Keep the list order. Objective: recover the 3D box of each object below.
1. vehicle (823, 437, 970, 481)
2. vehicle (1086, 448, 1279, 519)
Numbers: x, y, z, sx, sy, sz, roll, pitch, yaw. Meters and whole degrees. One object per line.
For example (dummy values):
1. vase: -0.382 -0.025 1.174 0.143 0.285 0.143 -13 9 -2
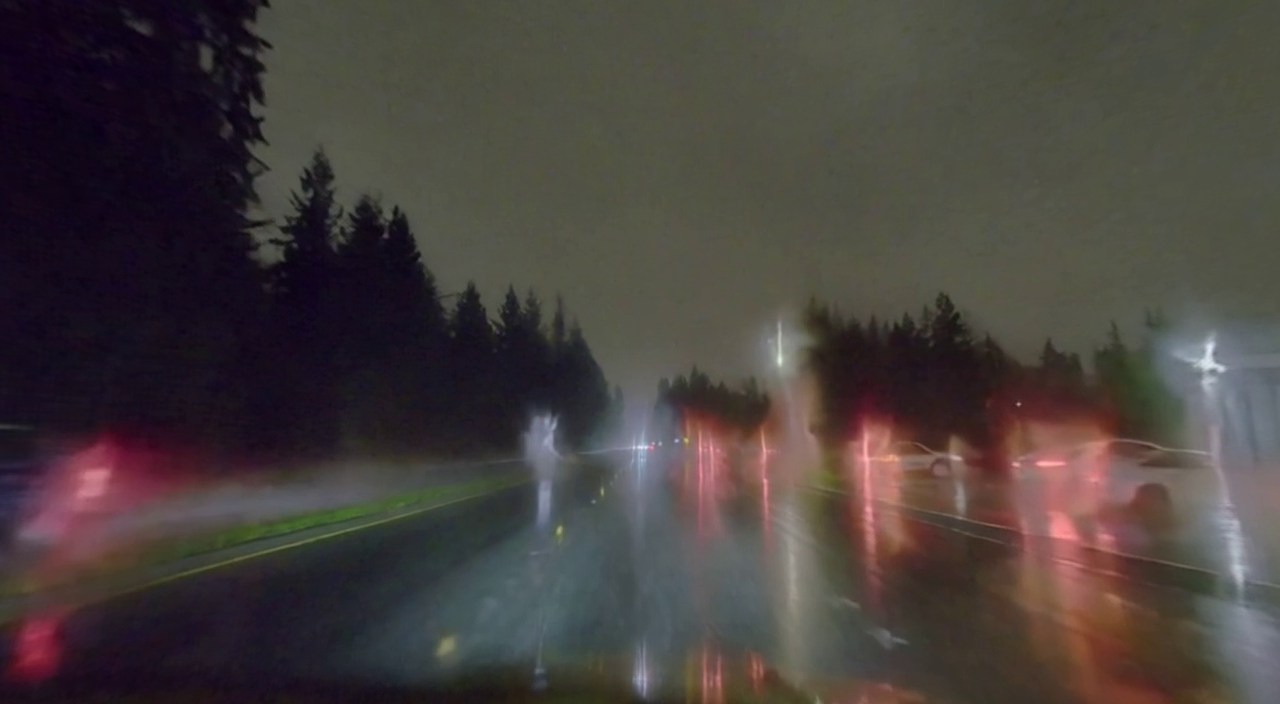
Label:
1. vehicle: 10.556 4.438 26.241 5.118 1.701 2.175 0 -9 -2
2. vehicle: 12.943 2.875 14.082 4.438 1.444 1.900 0 -8 1
